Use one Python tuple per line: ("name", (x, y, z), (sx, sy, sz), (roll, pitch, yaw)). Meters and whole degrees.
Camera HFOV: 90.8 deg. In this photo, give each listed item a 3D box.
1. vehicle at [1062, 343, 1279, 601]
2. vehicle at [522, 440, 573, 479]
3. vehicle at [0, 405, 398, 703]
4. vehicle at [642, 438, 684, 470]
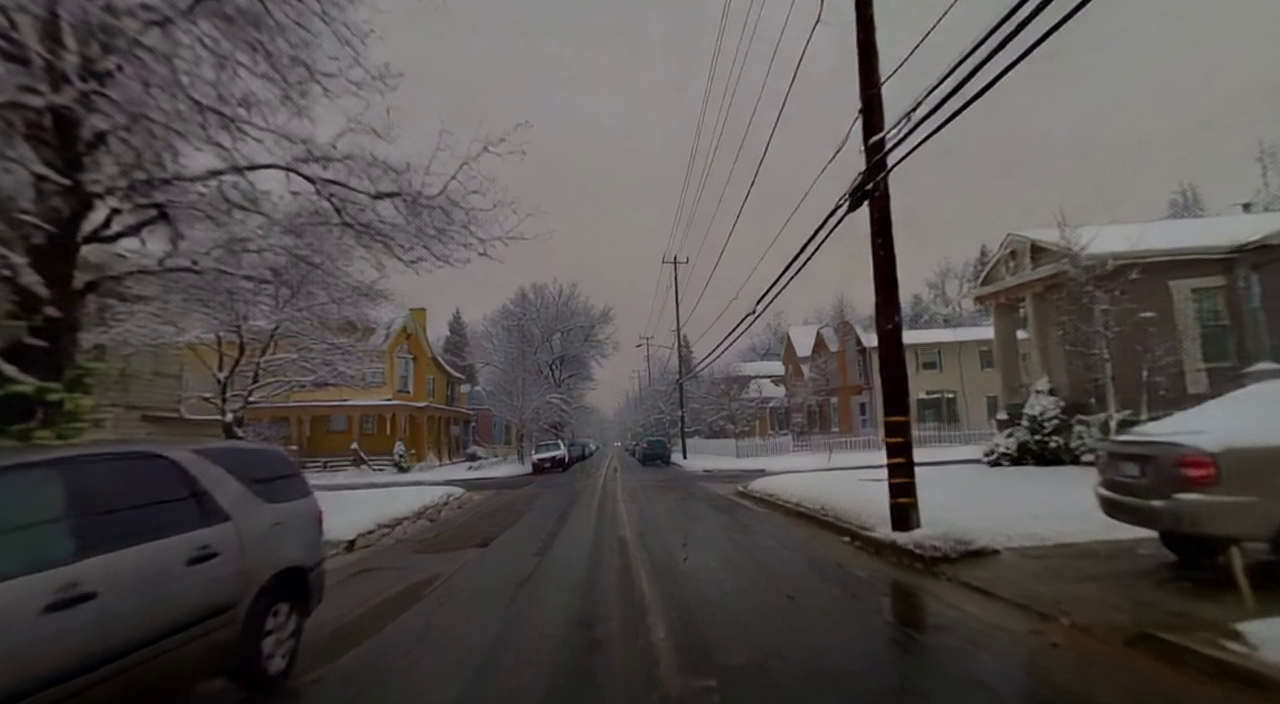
("vehicle", (7.868, 1.163, 6.639), (5.274, 2.170, 2.205), (0, -9, -4))
("vehicle", (-4.728, 5.515, 32.790), (2.082, 1.759, 4.541), (-2, -8, -2))
("vehicle", (-3.318, 1.303, 3.303), (2.204, 1.655, 4.813), (-8, -7, -2))
("vehicle", (1.379, 6.440, 40.209), (2.129, 1.873, 4.471), (0, -8, -4))
